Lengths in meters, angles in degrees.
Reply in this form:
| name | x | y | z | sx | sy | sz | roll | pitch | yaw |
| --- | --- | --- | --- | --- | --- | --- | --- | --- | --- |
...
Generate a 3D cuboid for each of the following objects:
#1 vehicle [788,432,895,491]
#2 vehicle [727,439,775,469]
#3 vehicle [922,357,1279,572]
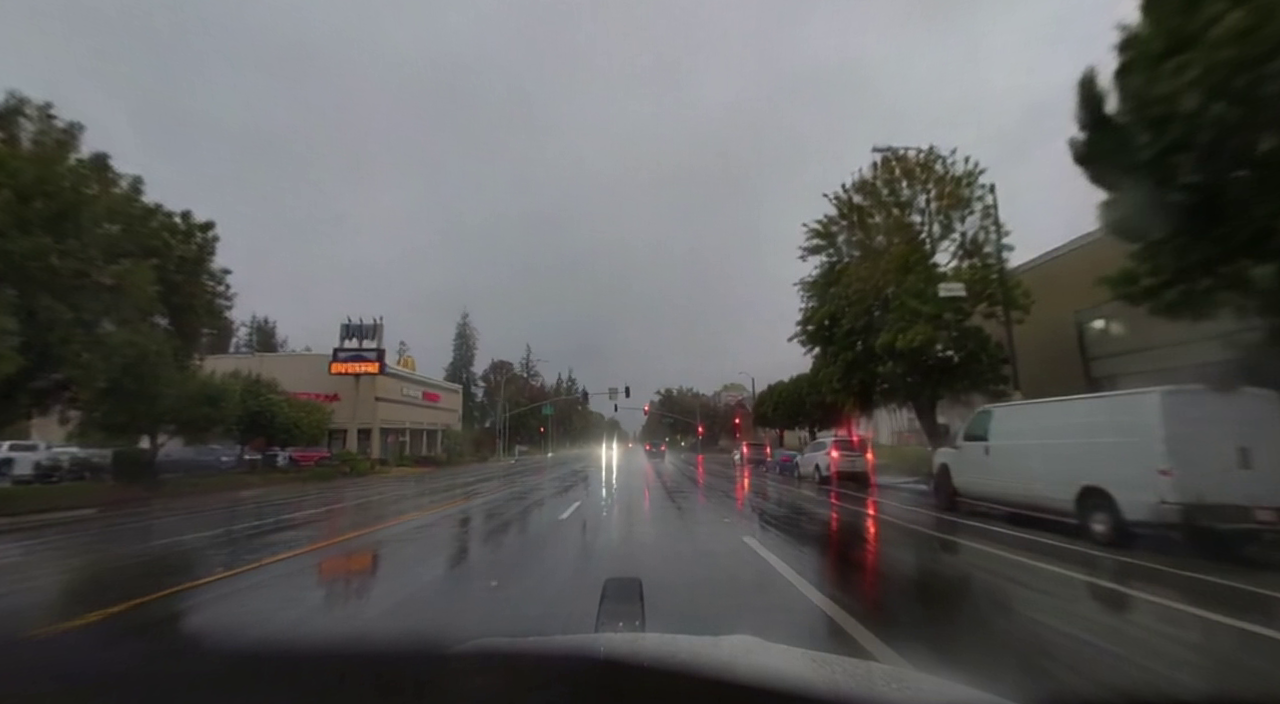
| name | x | y | z | sx | sy | sz | roll | pitch | yaw |
| --- | --- | --- | --- | --- | --- | --- | --- | --- | --- |
| vehicle | 7.082 | 3.902 | 22.841 | 2.088 | 1.848 | 4.936 | -1 | -9 | -2 |
| vehicle | 7.078 | 6.572 | 40.864 | 2.132 | 1.793 | 5.003 | 0 | -8 | -1 |
| vehicle | 7.173 | 1.701 | 10.217 | 2.323 | 2.433 | 5.901 | 0 | -8 | -1 |
